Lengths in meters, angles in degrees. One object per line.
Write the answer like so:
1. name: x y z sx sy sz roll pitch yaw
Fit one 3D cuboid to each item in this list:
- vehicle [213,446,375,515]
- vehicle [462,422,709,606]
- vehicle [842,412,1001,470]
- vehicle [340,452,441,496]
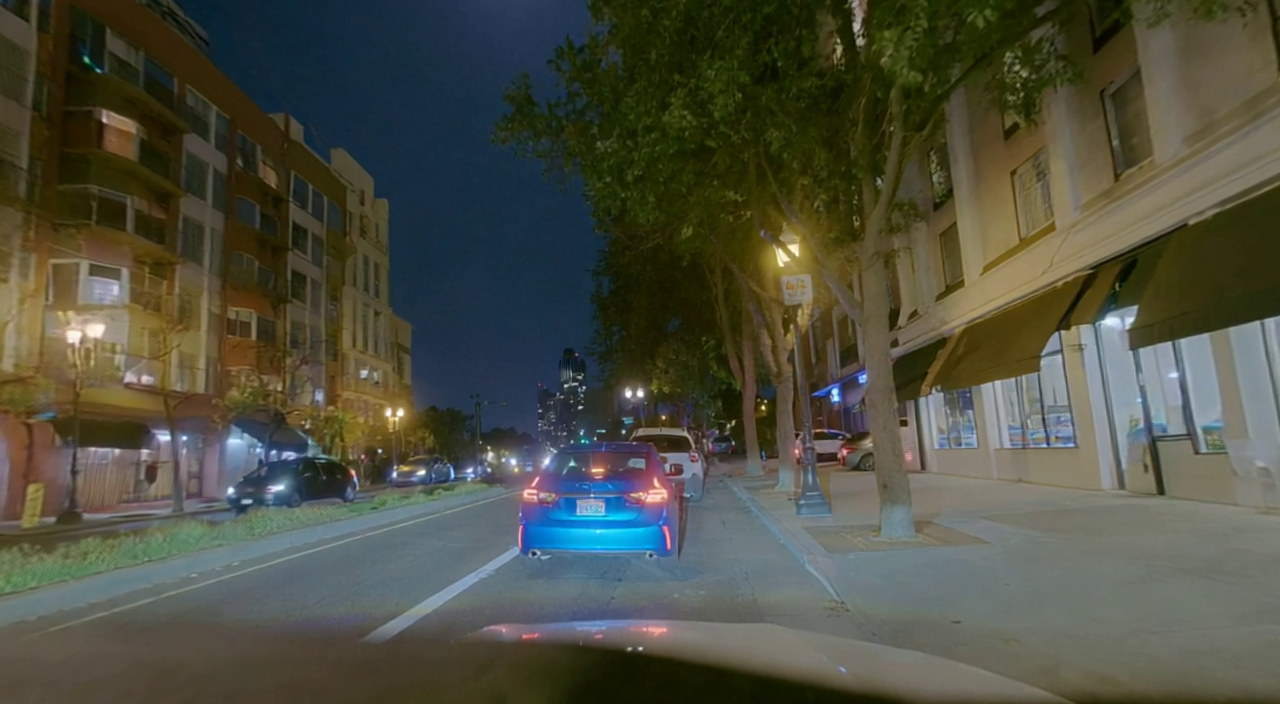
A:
1. vehicle: -11.002 4.064 20.588 2.081 1.718 5.342 -6 -9 3
2. vehicle: -0.277 1.634 7.283 1.939 1.478 3.922 -1 -8 8
3. vehicle: 9.023 2.827 20.218 4.558 1.528 1.915 0 -8 -23
4. vehicle: -10.250 5.027 26.279 1.826 1.432 4.556 -7 -9 8
